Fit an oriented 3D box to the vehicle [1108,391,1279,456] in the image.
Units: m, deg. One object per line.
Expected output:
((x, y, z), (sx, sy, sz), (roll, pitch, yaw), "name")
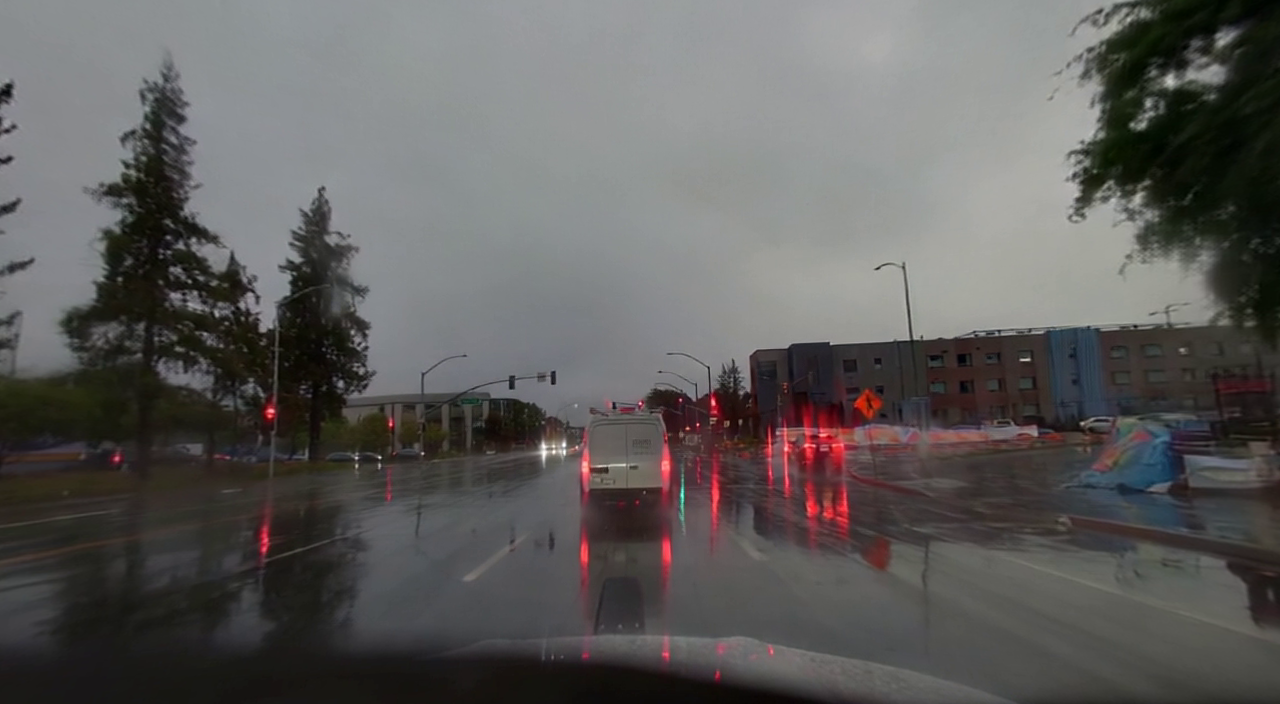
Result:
((14.798, 1.800, 15.539), (4.986, 1.467, 2.025), (-6, -10, 33), "vehicle")

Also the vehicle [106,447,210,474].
((-36.120, 8.148, 47.320), (5.755, 1.945, 2.403), (0, -8, -1), "vehicle")

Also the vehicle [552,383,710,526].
((-0.288, 1.956, 12.369), (2.350, 2.122, 5.801), (0, -8, -3), "vehicle")
